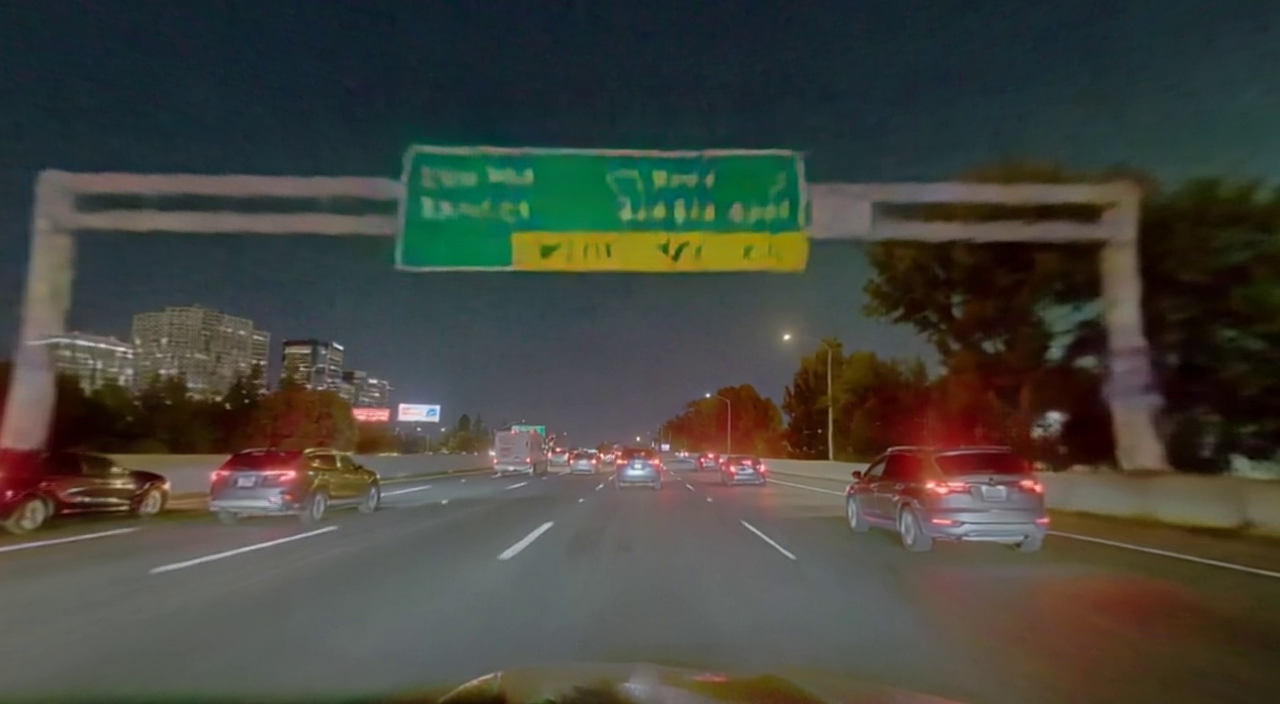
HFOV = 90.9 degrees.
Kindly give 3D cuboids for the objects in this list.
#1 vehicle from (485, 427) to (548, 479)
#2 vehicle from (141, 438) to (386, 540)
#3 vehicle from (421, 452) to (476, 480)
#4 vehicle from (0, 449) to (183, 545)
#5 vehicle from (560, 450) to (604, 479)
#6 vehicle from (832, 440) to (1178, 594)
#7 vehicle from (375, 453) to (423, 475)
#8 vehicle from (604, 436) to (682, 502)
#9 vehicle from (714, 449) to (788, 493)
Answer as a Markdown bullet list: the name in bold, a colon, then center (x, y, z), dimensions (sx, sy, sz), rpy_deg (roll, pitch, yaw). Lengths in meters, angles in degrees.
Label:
- **vehicle**: center (-7.243, 5.997, 37.821), dimensions (2.358, 2.817, 7.055), rpy_deg (0, -8, 0)
- **vehicle**: center (-6.999, 2.544, 12.456), dimensions (2.021, 1.632, 4.417), rpy_deg (0, -8, 1)
- **vehicle**: center (-11.031, 6.551, 36.537), dimensions (1.923, 1.480, 3.905), rpy_deg (0, -8, 0)
- **vehicle**: center (-10.888, 2.487, 11.265), dimensions (1.970, 1.441, 4.555), rpy_deg (0, -8, 1)
- **vehicle**: center (-3.282, 6.498, 36.665), dimensions (2.079, 1.499, 4.512), rpy_deg (0, -8, 1)
- **vehicle**: center (4.257, 1.946, 8.464), dimensions (1.915, 1.482, 4.537), rpy_deg (0, -8, 0)
- **vehicle**: center (-17.848, 8.315, 46.887), dimensions (1.801, 1.467, 4.315), rpy_deg (0, -8, 1)
- **vehicle**: center (0.102, 3.679, 20.329), dimensions (2.209, 1.863, 4.626), rpy_deg (0, -8, 1)
- **vehicle**: center (4.149, 4.504, 24.299), dimensions (1.942, 1.487, 4.518), rpy_deg (0, -8, -1)
